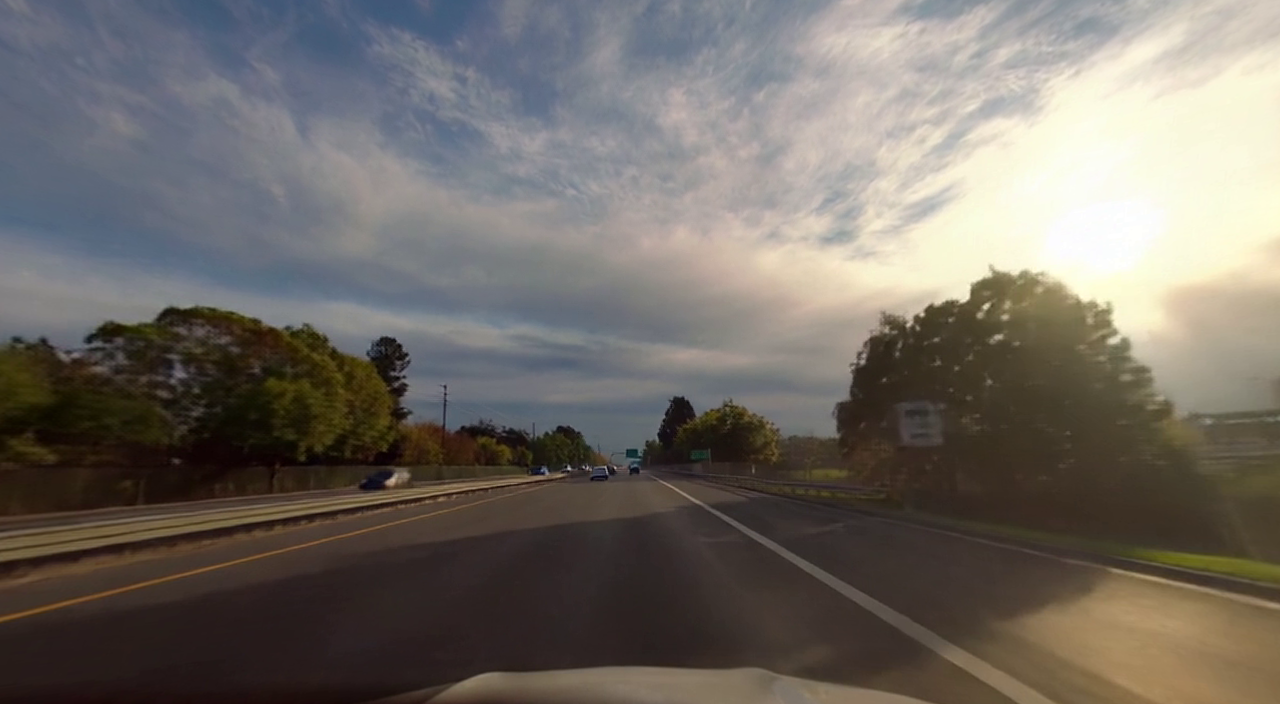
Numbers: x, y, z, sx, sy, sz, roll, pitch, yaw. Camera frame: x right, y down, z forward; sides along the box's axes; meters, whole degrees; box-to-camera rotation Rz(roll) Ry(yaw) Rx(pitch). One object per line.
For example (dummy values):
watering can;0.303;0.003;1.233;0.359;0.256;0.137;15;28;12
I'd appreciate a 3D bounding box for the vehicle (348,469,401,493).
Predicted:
vehicle;-17.197;8.351;41.004;1.765;1.429;3.838;1;-10;0
